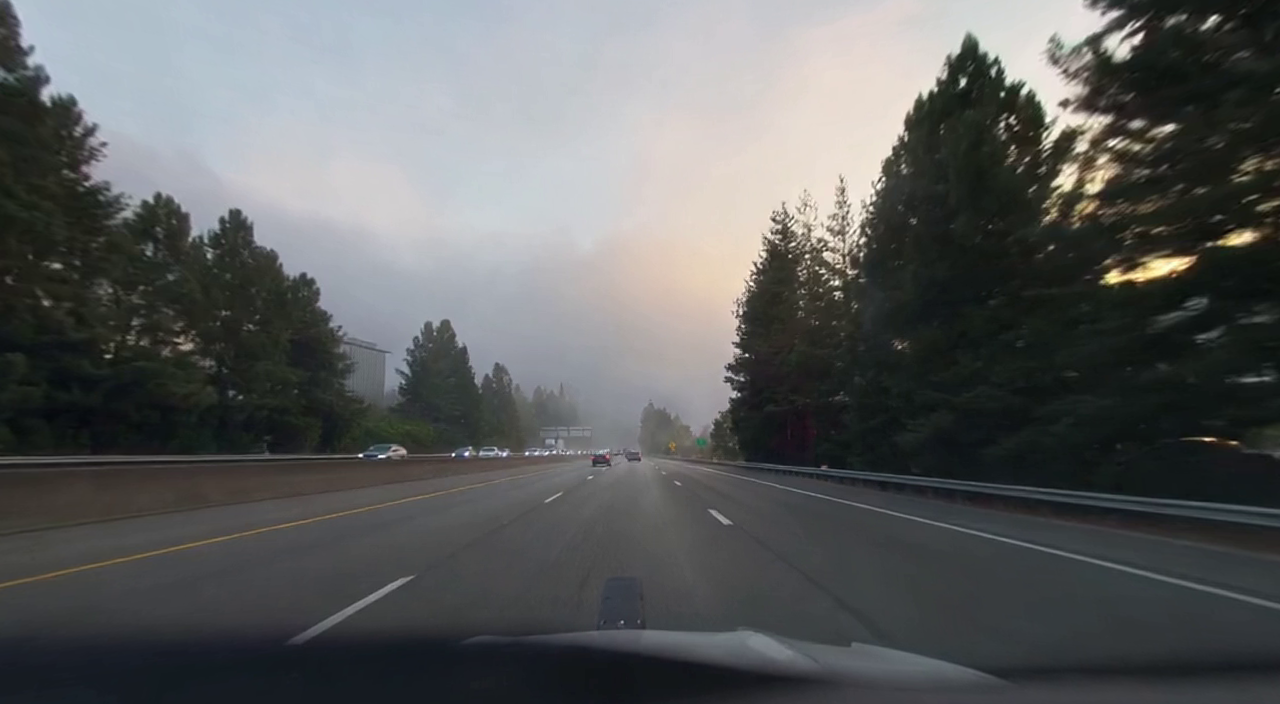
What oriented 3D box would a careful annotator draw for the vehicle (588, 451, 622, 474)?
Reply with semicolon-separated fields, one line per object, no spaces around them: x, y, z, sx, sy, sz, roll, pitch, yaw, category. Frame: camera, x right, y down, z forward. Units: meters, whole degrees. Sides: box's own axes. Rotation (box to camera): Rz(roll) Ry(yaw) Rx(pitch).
-2.365;7.570;43.445;2.011;1.468;3.883;0;-9;1;vehicle

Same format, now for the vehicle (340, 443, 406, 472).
-14.871;5.907;35.311;1.945;1.509;3.839;0;-9;0;vehicle

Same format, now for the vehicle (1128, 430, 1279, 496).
31.015;5.965;34.346;2.664;3.200;7.119;0;-9;-4;vehicle
